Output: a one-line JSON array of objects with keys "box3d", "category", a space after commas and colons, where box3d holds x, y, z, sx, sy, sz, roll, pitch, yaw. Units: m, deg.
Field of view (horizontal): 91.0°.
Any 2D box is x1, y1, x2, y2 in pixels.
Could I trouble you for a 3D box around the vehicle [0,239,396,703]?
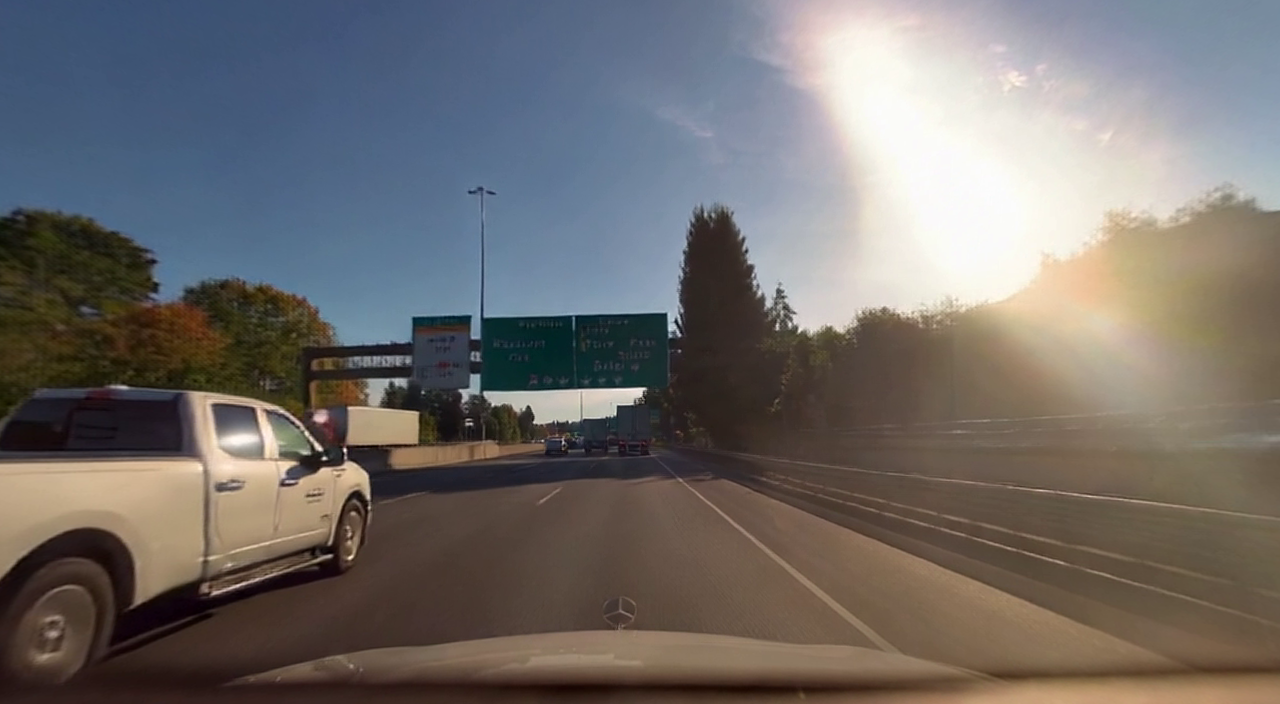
[{"box3d": [-3.493, 0.815, 3.725, 2.223, 2.045, 4.798, 0, -8, -1], "category": "vehicle"}]
